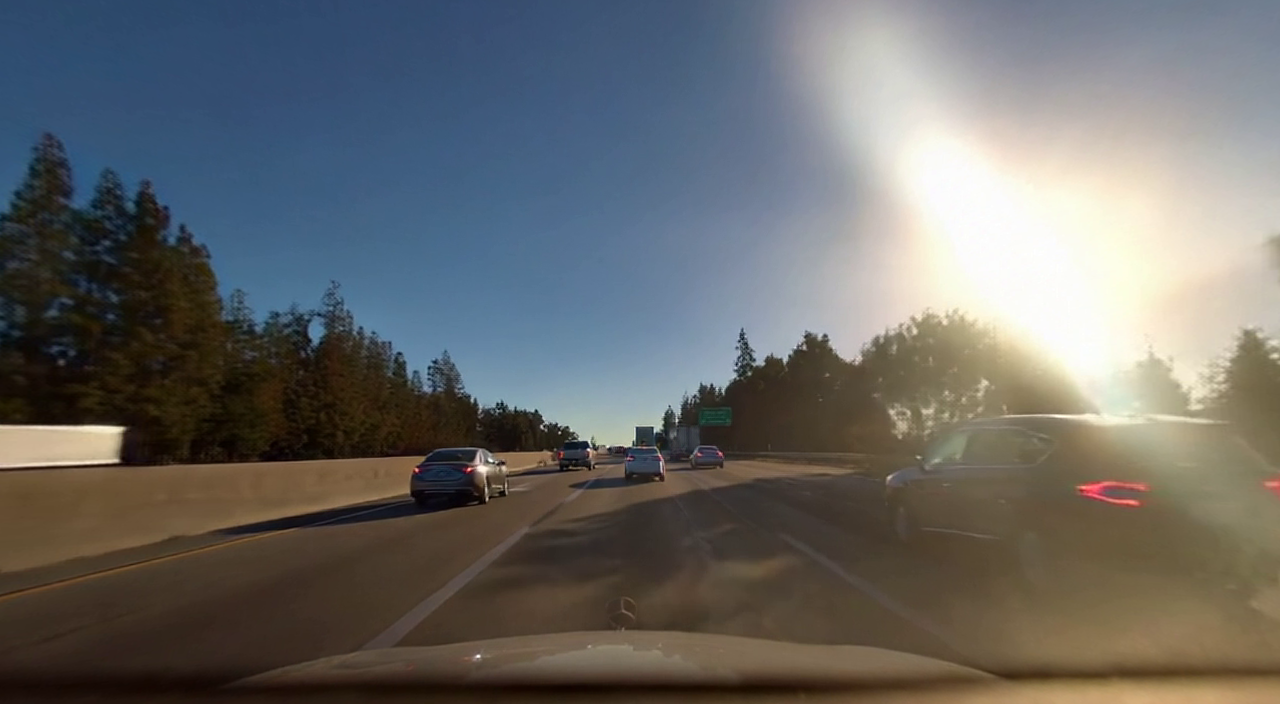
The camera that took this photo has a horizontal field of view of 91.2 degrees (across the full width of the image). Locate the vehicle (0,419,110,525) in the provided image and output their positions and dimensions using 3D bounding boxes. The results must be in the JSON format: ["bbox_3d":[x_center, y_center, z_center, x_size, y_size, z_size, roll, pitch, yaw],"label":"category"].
[{"bbox_3d":[-16.446,2.871,14.921,2.408,2.483,5.904,0,-9,0],"label":"vehicle"}]

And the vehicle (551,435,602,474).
[{"bbox_3d":[-3.405,5.664,34.682,2.230,1.973,4.403,-1,-9,2],"label":"vehicle"}]

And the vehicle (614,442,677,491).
[{"bbox_3d":[0.158,4.047,22.479,2.015,1.526,4.286,0,-9,0],"label":"vehicle"}]

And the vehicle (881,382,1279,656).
[{"bbox_3d":[4.174,1.325,5.948,2.018,1.639,4.149,0,-9,-1],"label":"vehicle"}]

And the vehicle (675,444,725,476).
[{"bbox_3d":[2.988,5.502,32.034,1.959,1.503,4.064,0,-9,-3],"label":"vehicle"}]

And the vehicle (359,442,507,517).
[{"bbox_3d":[-4.612,2.898,14.776,1.967,1.473,4.439,0,-9,0],"label":"vehicle"}]
